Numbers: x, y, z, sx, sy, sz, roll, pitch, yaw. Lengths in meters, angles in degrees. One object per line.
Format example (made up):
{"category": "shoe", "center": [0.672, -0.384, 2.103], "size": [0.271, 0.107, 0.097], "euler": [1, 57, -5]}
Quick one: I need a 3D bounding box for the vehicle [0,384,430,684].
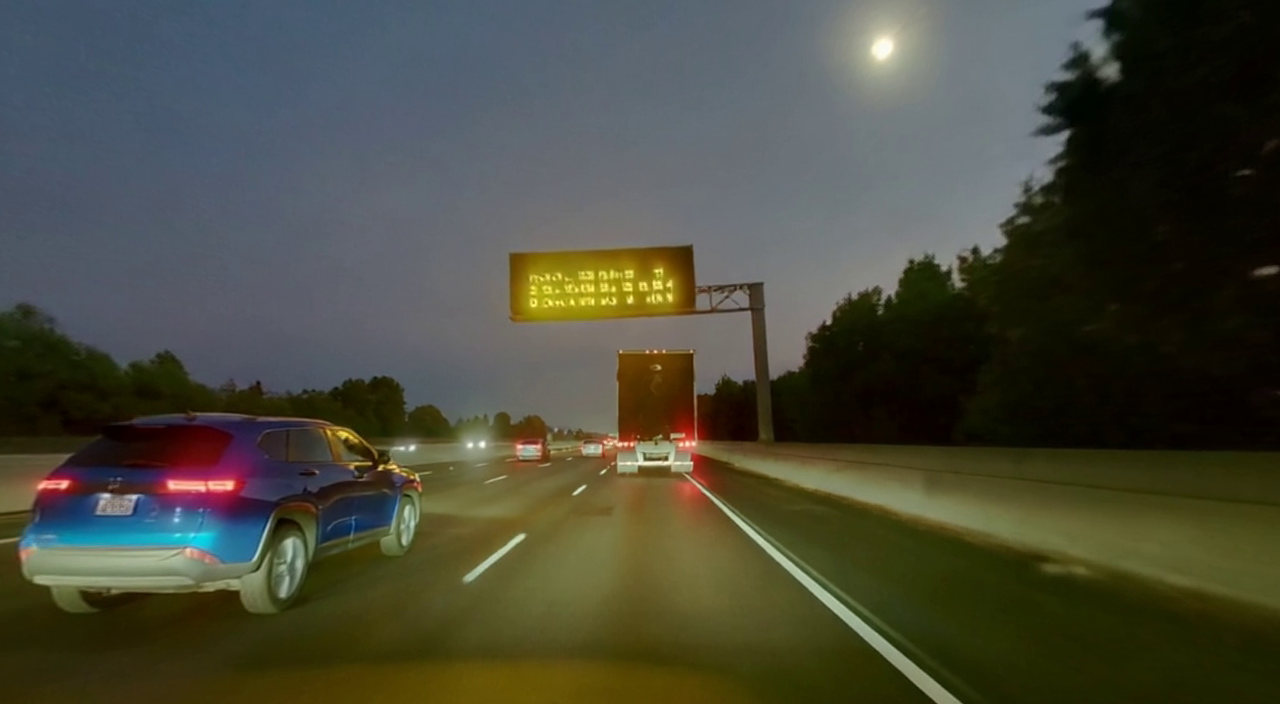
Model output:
{"category": "vehicle", "center": [-3.712, 1.335, 5.740], "size": [2.077, 1.671, 4.249], "euler": [0, -8, 1]}

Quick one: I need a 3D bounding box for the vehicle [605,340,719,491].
{"category": "vehicle", "center": [0.558, 2.379, 21.470], "size": [2.870, 3.841, 10.653], "euler": [0, -8, 0]}

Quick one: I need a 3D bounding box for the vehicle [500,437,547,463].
{"category": "vehicle", "center": [-6.933, 5.898, 37.898], "size": [1.882, 1.451, 4.416], "euler": [0, -8, 1]}
